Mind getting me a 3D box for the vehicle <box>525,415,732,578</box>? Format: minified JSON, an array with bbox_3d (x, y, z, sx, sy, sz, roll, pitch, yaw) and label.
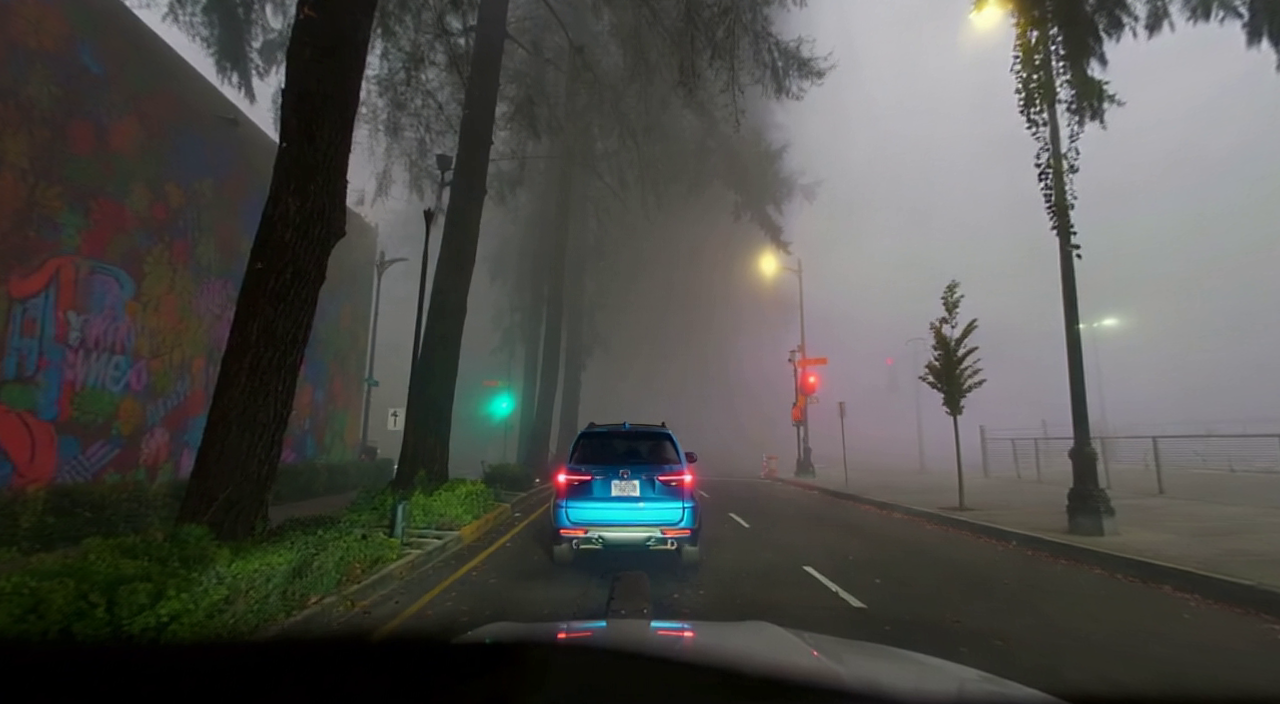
[{"bbox_3d":[-0.138,1.754,8.374,2.079,1.621,3.861,0,-8,-1],"label":"vehicle"}]
